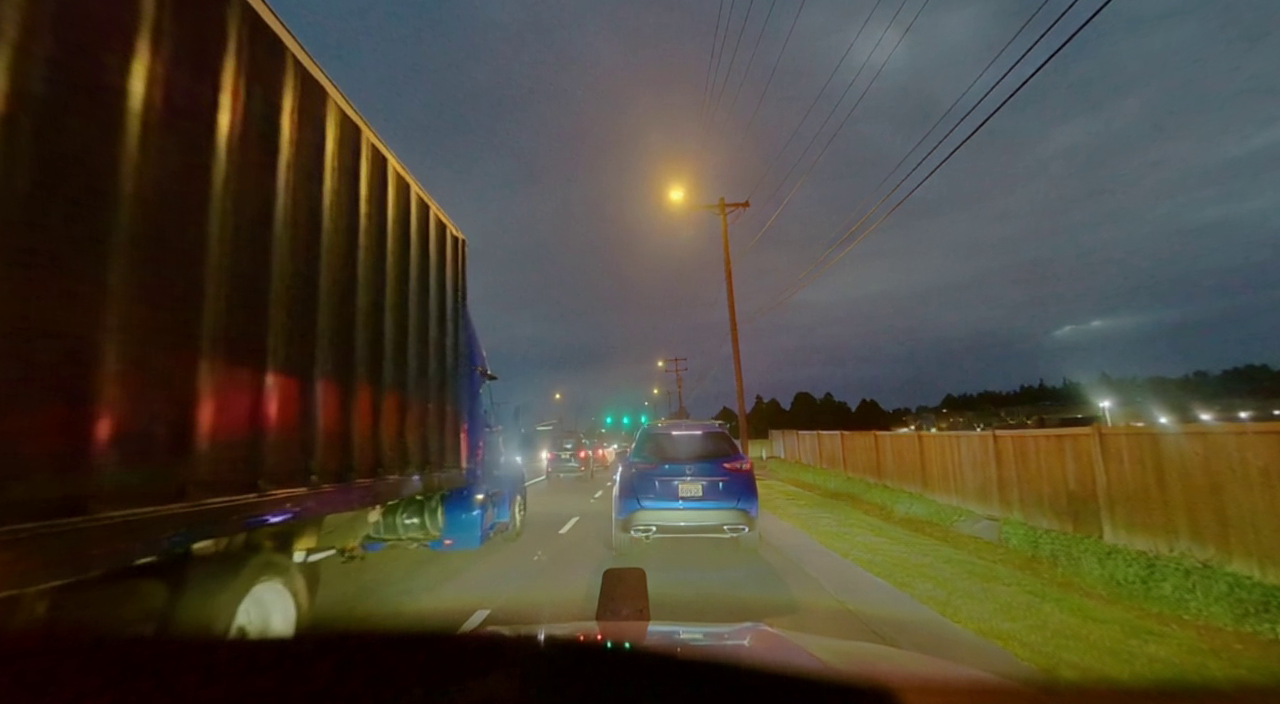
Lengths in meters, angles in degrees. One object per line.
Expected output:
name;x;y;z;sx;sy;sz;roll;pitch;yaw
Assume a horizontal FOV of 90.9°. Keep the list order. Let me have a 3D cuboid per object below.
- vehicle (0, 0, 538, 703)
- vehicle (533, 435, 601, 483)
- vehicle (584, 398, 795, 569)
vehicle;-3.130;0.366;5.067;2.928;3.658;8.980;0;-9;1
vehicle;-2.707;4.092;24.347;2.037;1.639;4.213;0;-9;2
vehicle;0.483;1.670;8.658;2.174;1.749;4.113;0;-9;-1
